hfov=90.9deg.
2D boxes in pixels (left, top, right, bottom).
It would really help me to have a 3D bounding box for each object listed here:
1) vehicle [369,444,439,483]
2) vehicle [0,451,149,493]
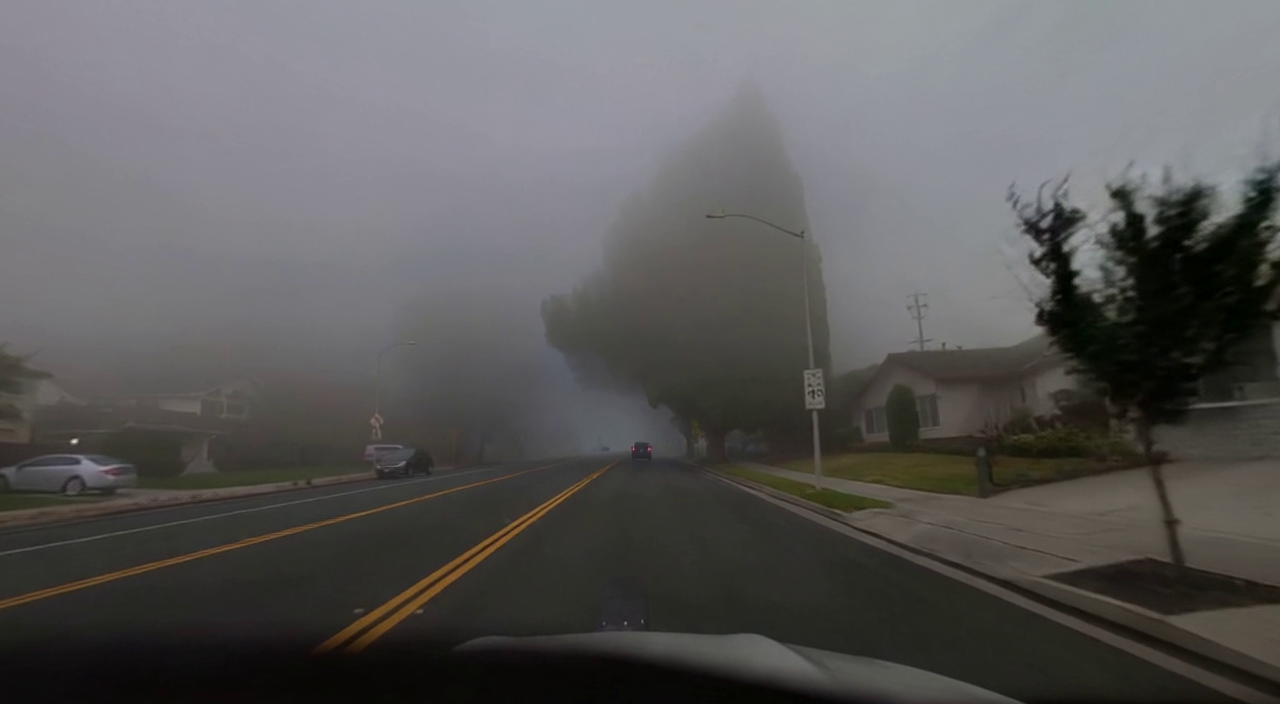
[{"bbox_3d":[-14.277,6.726,38.531,2.337,1.850,5.448,-4,-6,-2],"label":"vehicle"},{"bbox_3d":[-22.924,4.735,25.072,4.791,1.564,2.125,0,-9,-5],"label":"vehicle"}]
